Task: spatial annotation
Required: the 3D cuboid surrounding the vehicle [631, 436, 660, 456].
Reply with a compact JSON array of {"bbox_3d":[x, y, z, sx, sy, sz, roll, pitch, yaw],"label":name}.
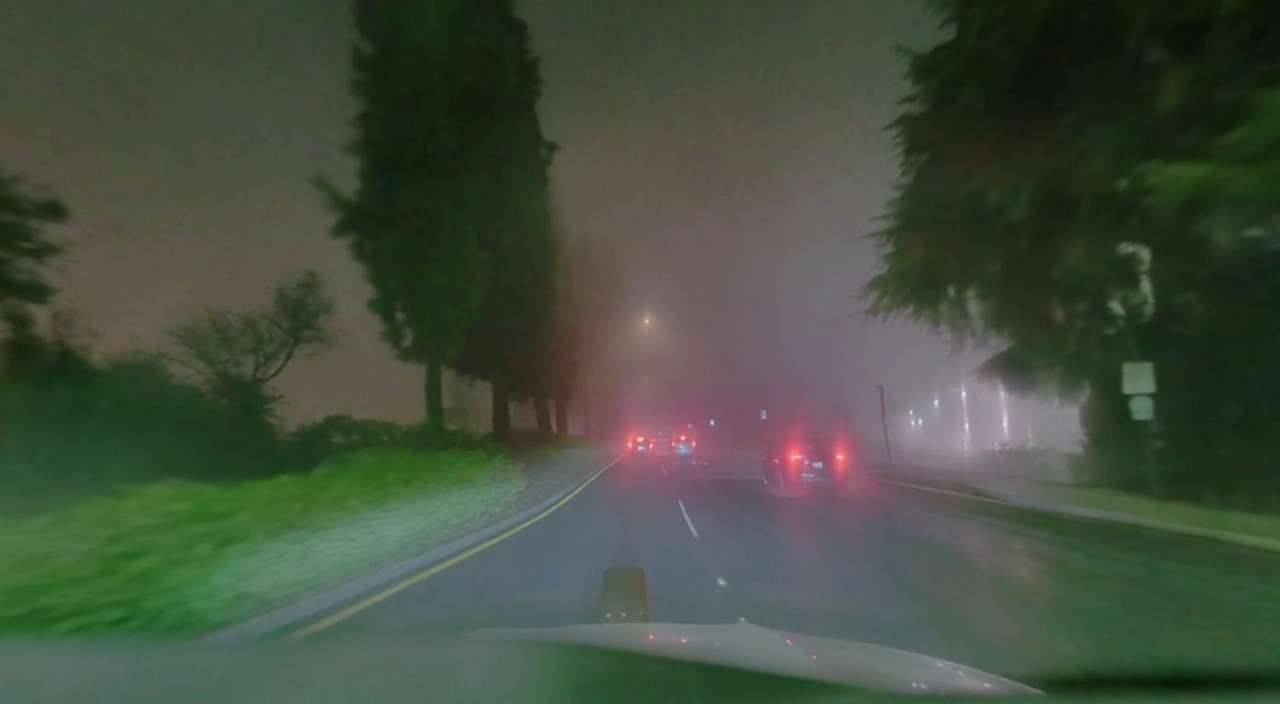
[{"bbox_3d":[0.395,7.120,47.814,2.039,1.462,4.203,0,-9,0],"label":"vehicle"}]
